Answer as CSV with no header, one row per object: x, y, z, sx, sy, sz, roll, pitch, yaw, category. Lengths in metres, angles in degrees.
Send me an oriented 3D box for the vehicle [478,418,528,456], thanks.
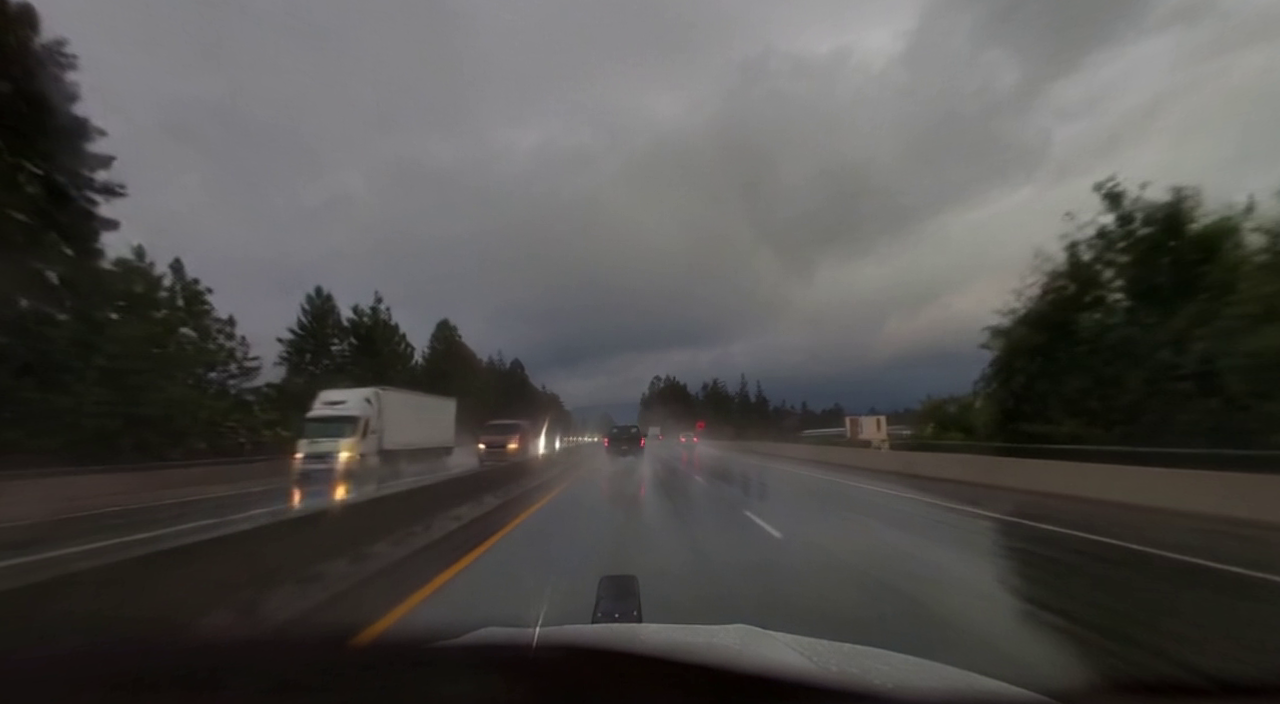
-10.067,6.346,46.874,2.496,2.608,6.293,0,-8,-1,vehicle

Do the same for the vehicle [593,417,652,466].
-0.815,4.100,29.076,2.503,2.044,4.633,0,-8,-2,vehicle

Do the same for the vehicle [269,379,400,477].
-14.067,3.614,29.730,3.035,4.125,6.158,0,-8,-1,vehicle
